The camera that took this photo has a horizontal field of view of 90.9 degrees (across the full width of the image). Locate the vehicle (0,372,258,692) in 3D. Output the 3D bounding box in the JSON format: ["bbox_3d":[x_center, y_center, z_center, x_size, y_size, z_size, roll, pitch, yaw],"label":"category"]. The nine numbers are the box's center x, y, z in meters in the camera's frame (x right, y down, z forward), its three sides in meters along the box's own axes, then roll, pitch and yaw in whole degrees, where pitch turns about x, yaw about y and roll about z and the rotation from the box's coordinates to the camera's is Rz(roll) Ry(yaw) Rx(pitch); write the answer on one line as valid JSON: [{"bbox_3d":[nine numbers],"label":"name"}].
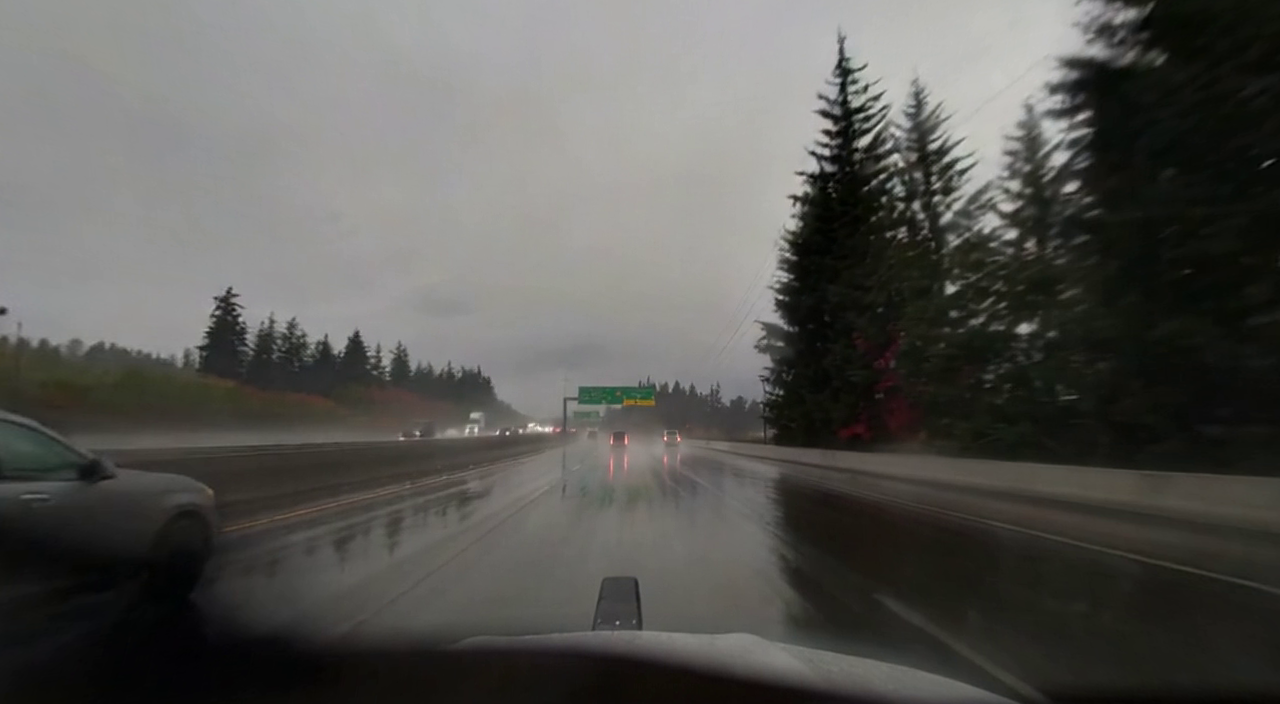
[{"bbox_3d":[-4.257,0.916,3.237,2.100,1.590,4.077,0,-7,-2],"label":"vehicle"}]

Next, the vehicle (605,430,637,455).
[{"bbox_3d":[-1.350,6.325,44.307,2.159,1.690,3.720,0,-7,-3],"label":"vehicle"}]

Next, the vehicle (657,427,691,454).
[{"bbox_3d":[2.452,6.431,45.892,1.976,1.905,3.263,1,-7,-5],"label":"vehicle"}]
